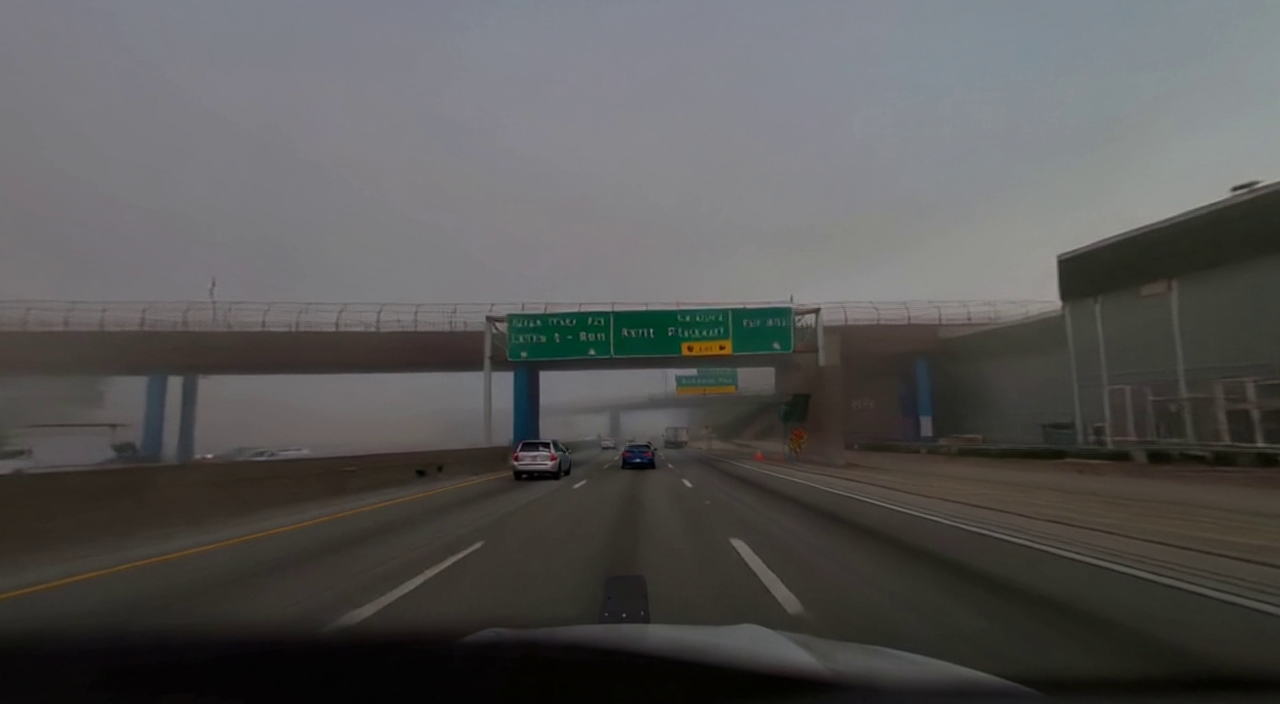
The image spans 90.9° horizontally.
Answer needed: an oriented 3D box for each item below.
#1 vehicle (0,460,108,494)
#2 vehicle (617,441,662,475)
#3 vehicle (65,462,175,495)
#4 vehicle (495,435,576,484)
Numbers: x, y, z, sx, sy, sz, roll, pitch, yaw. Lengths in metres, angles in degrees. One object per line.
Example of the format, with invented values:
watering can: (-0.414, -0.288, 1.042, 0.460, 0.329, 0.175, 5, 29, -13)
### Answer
vehicle: (-31.843, 6.701, 34.131, 1.938, 1.598, 4.624, 0, -8, 1)
vehicle: (0.001, 4.718, 28.238, 1.877, 1.386, 3.872, 0, -8, 0)
vehicle: (-28.064, 6.802, 34.288, 1.869, 1.537, 4.731, 0, -8, 1)
vehicle: (-3.665, 3.870, 22.941, 2.064, 1.589, 4.213, 0, -8, 2)
